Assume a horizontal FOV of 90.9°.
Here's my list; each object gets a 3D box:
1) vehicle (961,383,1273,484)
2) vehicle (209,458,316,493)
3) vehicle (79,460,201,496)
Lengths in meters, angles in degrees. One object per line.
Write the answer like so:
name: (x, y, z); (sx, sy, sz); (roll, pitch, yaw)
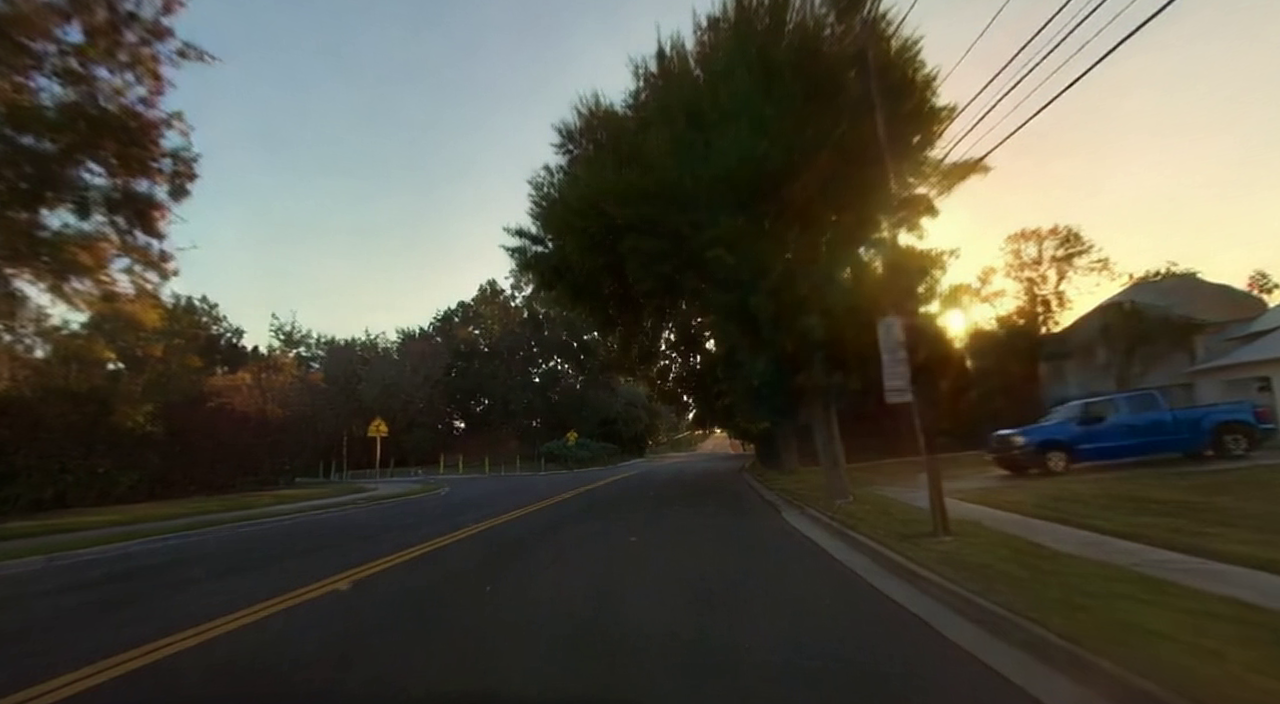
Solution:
vehicle: (11.586, 2.061, 15.810); (5.704, 1.788, 2.095); (-7, -8, 8)
vehicle: (-18.642, 6.086, 31.211); (4.270, 1.481, 1.972); (-3, -9, 10)
vehicle: (-25.413, 6.394, 32.120); (4.751, 1.489, 2.052); (-4, -9, 7)
